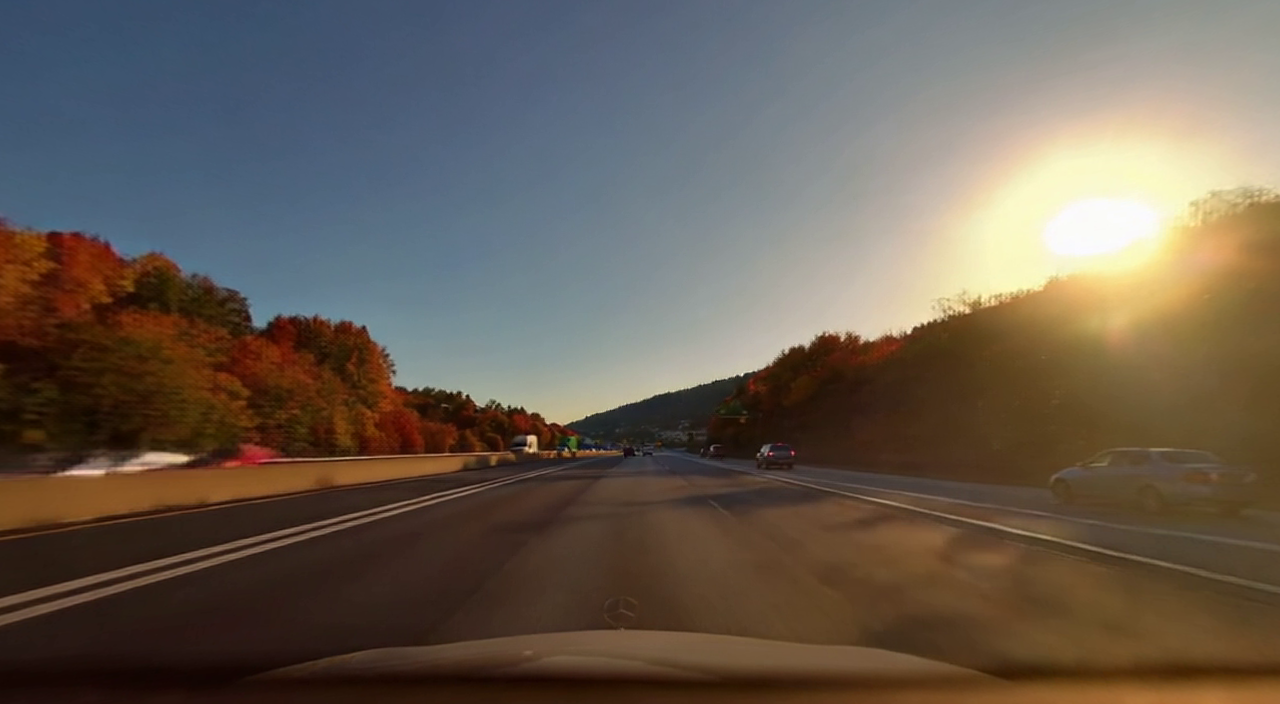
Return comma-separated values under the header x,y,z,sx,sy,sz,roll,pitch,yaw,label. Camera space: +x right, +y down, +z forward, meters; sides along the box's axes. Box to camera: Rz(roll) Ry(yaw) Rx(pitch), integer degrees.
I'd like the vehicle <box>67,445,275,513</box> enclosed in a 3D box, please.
x,y,z,sx,sy,sz,roll,pitch,yaw,label
-11.851,3.205,16.324,2.037,1.490,4.375,0,-9,0,vehicle

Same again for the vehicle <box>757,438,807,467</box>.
x,y,z,sx,sy,sz,roll,pitch,yaw,label
9.394,6.694,41.776,2.034,1.770,4.637,0,-9,-2,vehicle
